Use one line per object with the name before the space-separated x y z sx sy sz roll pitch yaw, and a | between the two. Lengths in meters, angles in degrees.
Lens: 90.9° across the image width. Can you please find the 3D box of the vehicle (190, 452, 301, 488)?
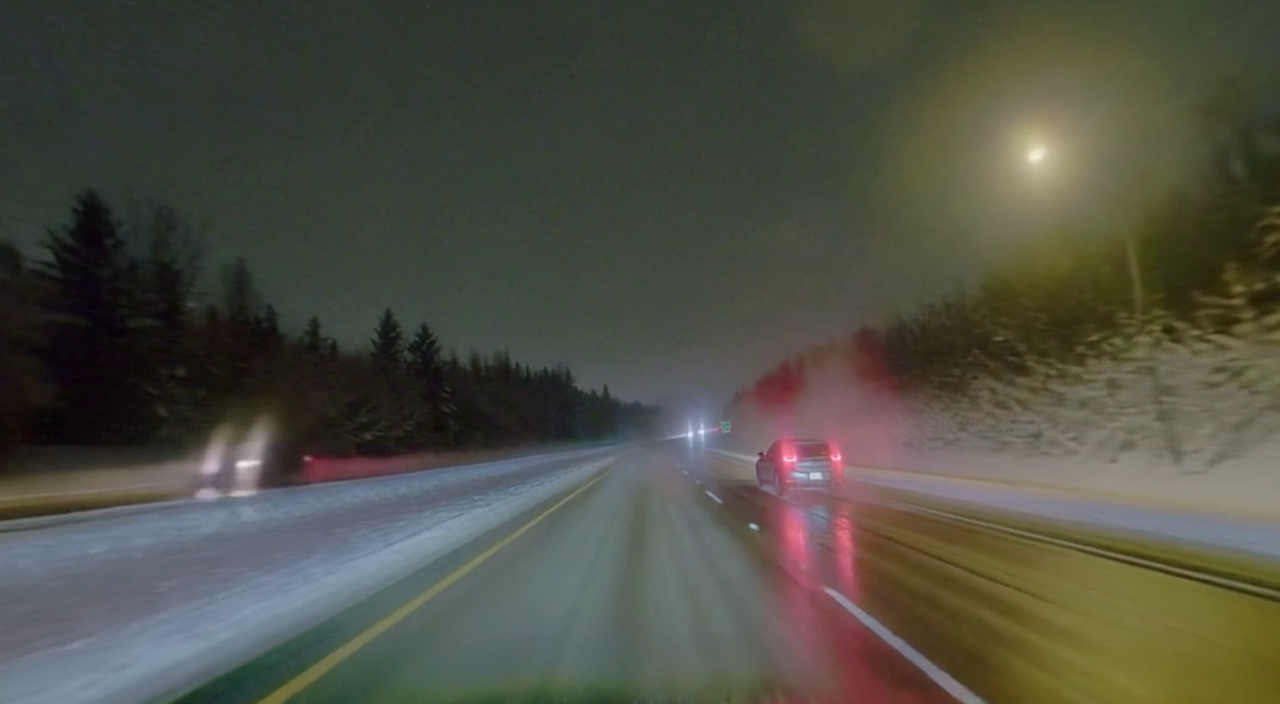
vehicle | -18.197 5.429 29.430 2.045 1.457 4.763 -1 -9 2

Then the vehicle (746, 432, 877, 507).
vehicle | 3.902 2.746 15.180 1.997 1.515 4.025 0 -9 0
